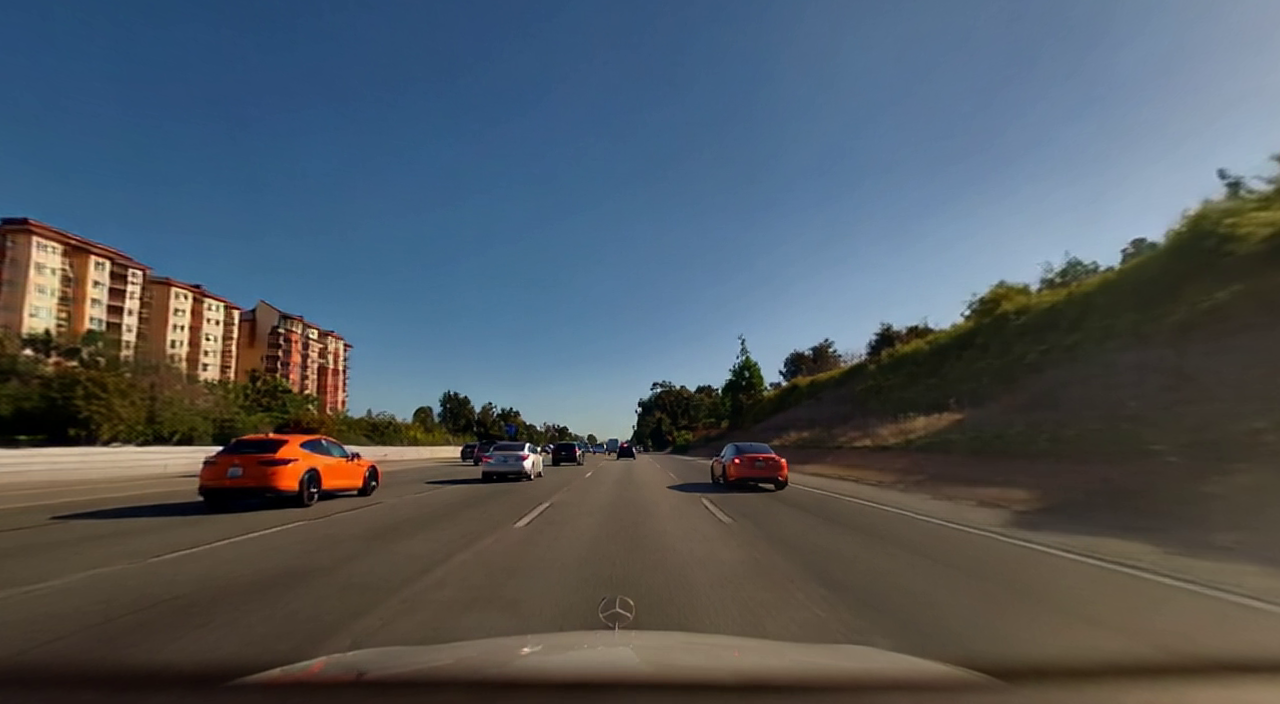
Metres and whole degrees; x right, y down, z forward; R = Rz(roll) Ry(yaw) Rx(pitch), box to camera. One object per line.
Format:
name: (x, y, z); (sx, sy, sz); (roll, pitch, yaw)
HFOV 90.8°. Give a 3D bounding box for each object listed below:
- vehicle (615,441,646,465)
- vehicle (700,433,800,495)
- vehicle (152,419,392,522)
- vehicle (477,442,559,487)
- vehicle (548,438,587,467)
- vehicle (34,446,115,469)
vehicle: (-0.684, 7.165, 44.992); (2.053, 1.650, 3.945); (0, -8, -1)
vehicle: (3.150, 3.326, 19.157); (2.061, 1.658, 4.417); (0, -8, -2)
vehicle: (-7.387, 2.432, 13.533); (2.086, 1.776, 5.080); (0, -8, 0)
vehicle: (-4.276, 4.002, 22.883); (2.124, 1.426, 4.444); (0, -8, -1)
vehicle: (-4.721, 6.631, 41.742); (2.044, 1.774, 4.329); (0, -8, -1)
vehicle: (-38.408, 7.179, 43.045); (1.785, 1.453, 4.107); (0, -8, -1)
